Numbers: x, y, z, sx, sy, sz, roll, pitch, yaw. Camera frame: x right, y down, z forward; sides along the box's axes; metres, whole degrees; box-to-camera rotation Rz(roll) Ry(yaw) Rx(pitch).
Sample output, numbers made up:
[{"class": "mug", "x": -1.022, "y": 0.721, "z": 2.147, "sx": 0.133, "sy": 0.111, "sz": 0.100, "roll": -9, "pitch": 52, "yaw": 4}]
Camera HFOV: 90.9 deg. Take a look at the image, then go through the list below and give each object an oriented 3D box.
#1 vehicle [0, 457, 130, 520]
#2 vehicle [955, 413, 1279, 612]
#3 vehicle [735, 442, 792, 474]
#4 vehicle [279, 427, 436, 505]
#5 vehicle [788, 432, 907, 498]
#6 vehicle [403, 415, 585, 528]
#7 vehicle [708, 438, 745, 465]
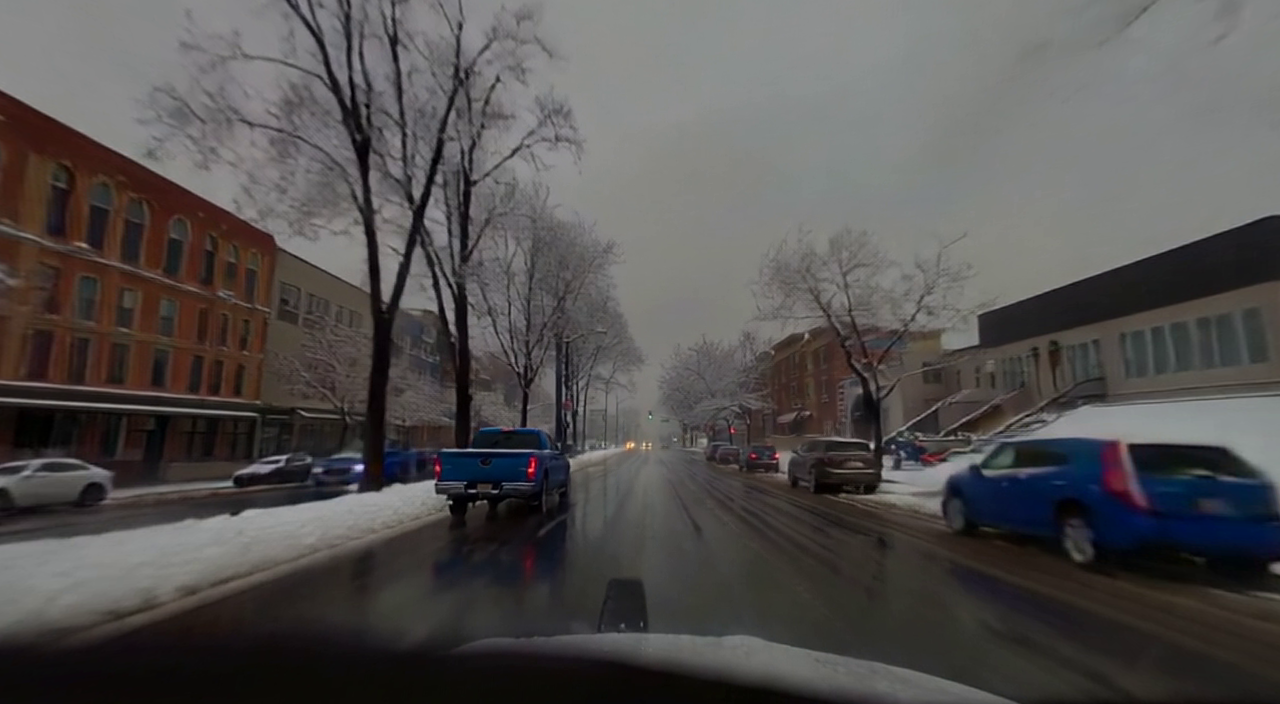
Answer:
[{"class": "vehicle", "x": -16.214, "y": 3.525, "z": 16.538, "sx": 1.814, "sy": 1.445, "sz": 4.566, "roll": 0, "pitch": -9, "yaw": 1}, {"class": "vehicle", "x": 6.049, "y": 1.729, "z": 7.800, "sx": 1.928, "sy": 1.679, "sz": 4.716, "roll": 0, "pitch": -9, "yaw": 1}, {"class": "vehicle", "x": 6.284, "y": 5.443, "z": 32.541, "sx": 1.988, "sy": 1.514, "sz": 3.962, "roll": 0, "pitch": -9, "yaw": -2}, {"class": "vehicle", "x": -7.270, "y": 2.977, "z": 16.871, "sx": 2.087, "sy": 1.779, "sz": 4.456, "roll": 0, "pitch": -9, "yaw": 0}, {"class": "vehicle", "x": 6.095, "y": 3.376, "z": 19.213, "sx": 2.018, "sy": 1.743, "sz": 4.529, "roll": 0, "pitch": -9, "yaw": -1}, {"class": "vehicle", "x": -2.574, "y": 2.322, "z": 12.808, "sx": 2.197, "sy": 1.786, "sz": 5.365, "roll": -1, "pitch": -9, "yaw": 3}, {"class": "vehicle", "x": 6.264, "y": 7.272, "z": 45.969, "sx": 2.043, "sy": 1.841, "sz": 4.842, "roll": 0, "pitch": -9, "yaw": 0}]
